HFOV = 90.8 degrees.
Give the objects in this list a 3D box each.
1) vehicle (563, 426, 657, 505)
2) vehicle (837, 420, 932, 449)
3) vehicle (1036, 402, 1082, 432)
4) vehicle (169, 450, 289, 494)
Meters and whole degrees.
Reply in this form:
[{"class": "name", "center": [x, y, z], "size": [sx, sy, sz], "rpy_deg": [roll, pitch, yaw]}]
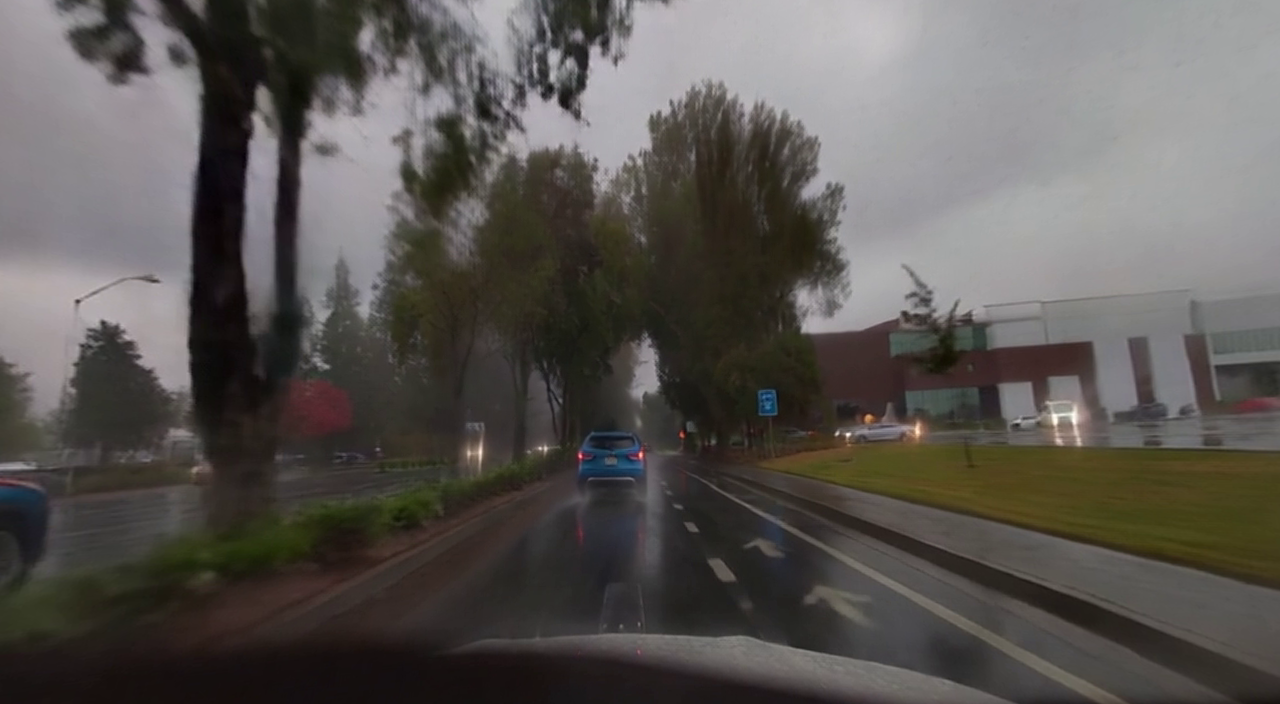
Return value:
[{"class": "vehicle", "center": [-0.715, 2.895, 16.489], "size": [2.131, 1.761, 4.242], "rpy_deg": [0, -9, -1]}, {"class": "vehicle", "center": [12.793, 4.355, 33.244], "size": [4.204, 1.486, 1.781], "rpy_deg": [0, -8, -1]}, {"class": "vehicle", "center": [26.505, 4.185, 40.081], "size": [1.895, 1.576, 4.434], "rpy_deg": [-6, -11, 28]}, {"class": "vehicle", "center": [-17.306, 5.036, 26.932], "size": [1.978, 1.620, 4.642], "rpy_deg": [0, -9, 0]}]
